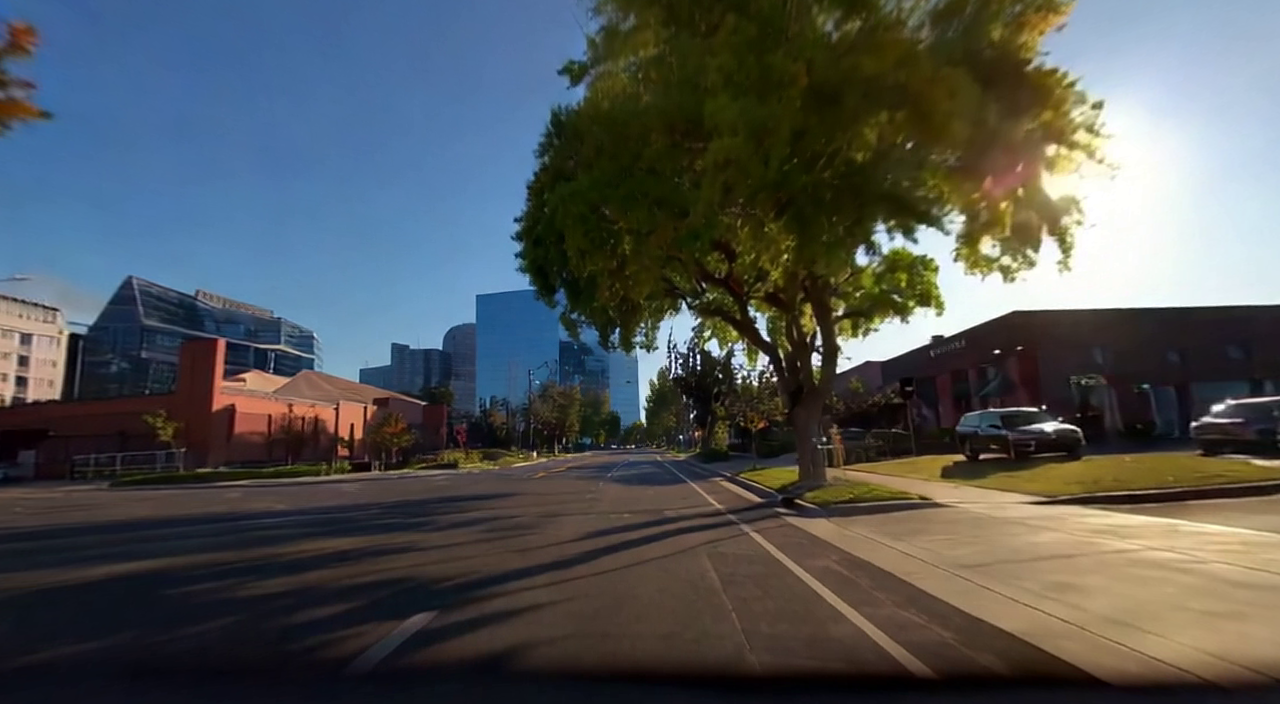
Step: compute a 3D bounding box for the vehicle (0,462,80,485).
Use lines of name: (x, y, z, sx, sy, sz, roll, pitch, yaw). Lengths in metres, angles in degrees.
vehicle: (-46.027, 9.296, 48.421, 1.839, 1.599, 4.540, 0, -8, -1)

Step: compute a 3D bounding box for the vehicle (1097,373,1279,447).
vehicle: (16.807, 1.869, 19.237, 2.027, 1.910, 4.824, -3, -8, 1)

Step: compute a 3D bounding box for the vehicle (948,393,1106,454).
vehicle: (11.641, 2.279, 19.498, 2.036, 1.636, 4.995, 0, -8, 5)

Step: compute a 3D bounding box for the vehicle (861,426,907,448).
vehicle: (17.545, 6.124, 45.223, 1.824, 1.499, 3.812, -7, -11, 39)
